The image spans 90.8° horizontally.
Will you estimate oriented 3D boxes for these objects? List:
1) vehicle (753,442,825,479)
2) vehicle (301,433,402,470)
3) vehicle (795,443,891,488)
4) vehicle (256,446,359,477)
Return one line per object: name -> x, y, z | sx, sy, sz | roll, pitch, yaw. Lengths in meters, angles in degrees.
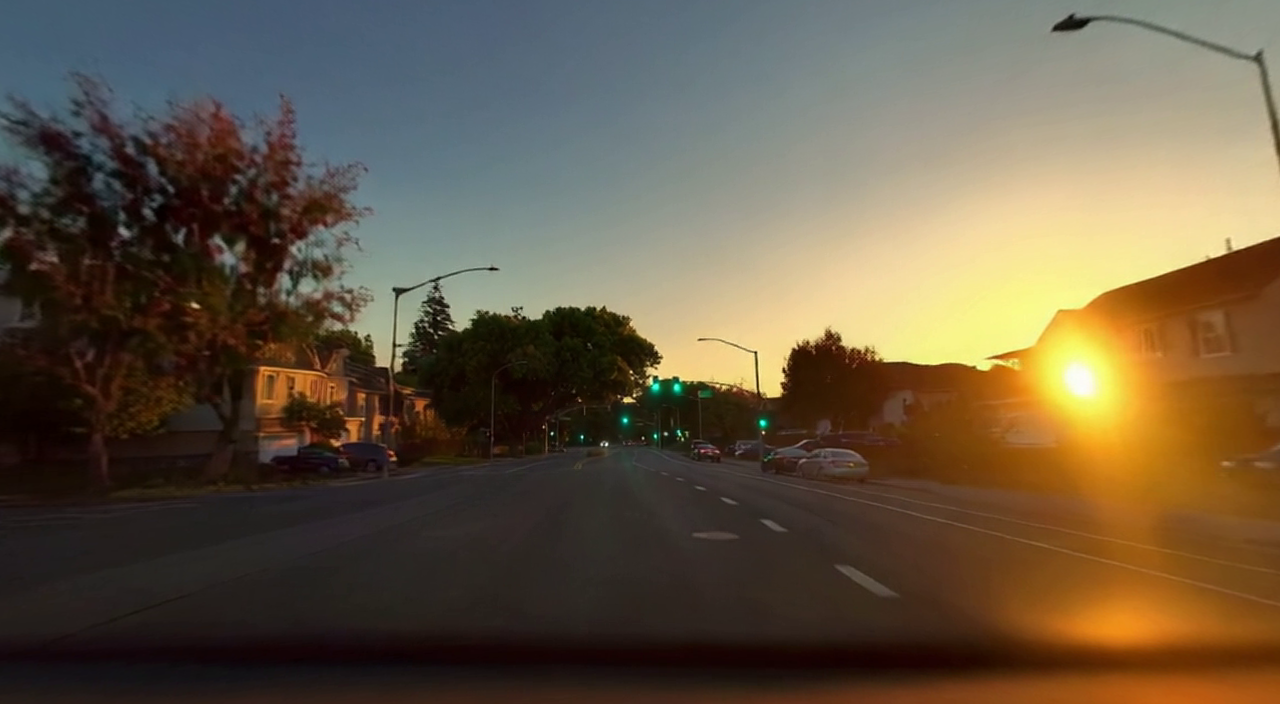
vehicle -> 7.059, 5.142, 30.392 | 1.934, 1.504, 4.928 | 4, -9, -4
vehicle -> -18.433, 6.430, 40.638 | 5.096, 2.070, 2.687 | 2, -10, 1
vehicle -> 7.607, 4.269, 24.203 | 1.951, 1.528, 4.366 | 1, -8, -5
vehicle -> -18.261, 6.028, 34.825 | 4.598, 1.445, 1.973 | -2, -9, -1
